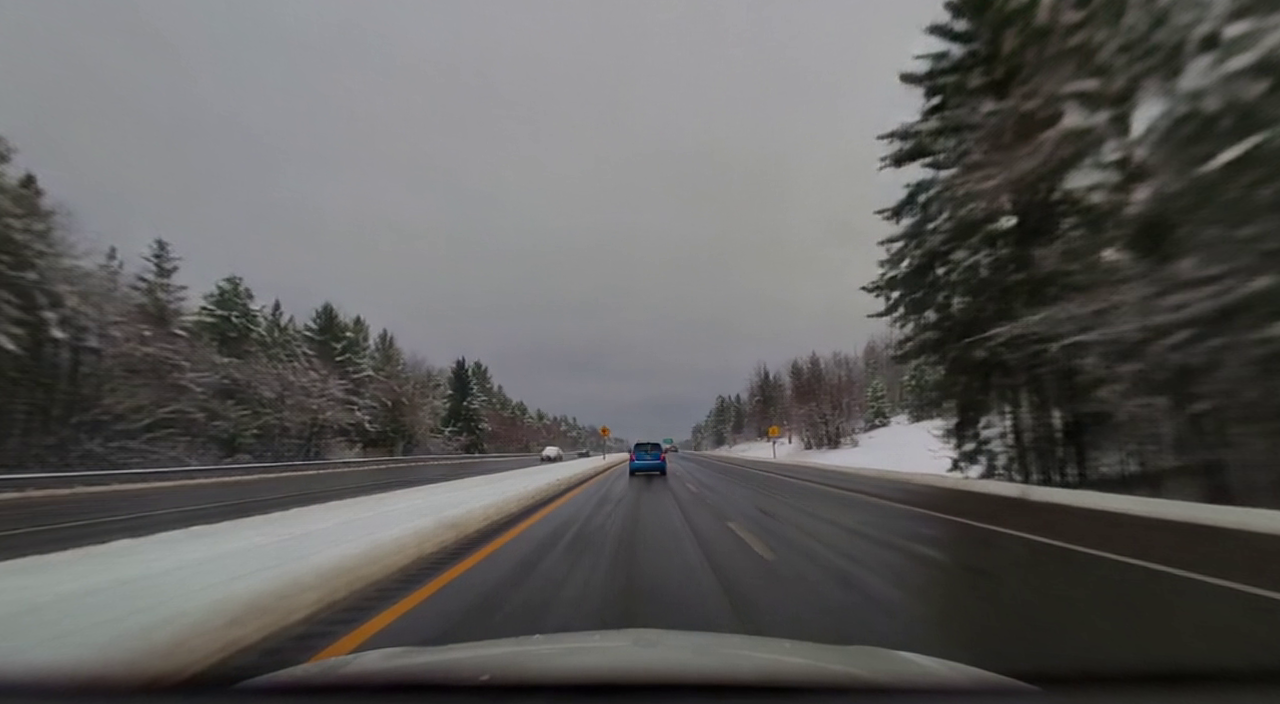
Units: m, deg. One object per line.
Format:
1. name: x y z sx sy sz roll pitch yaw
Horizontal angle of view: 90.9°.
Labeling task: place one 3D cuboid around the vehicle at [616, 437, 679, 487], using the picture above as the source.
1. vehicle: 0.271 4.164 24.011 2.190 1.706 4.062 0 -9 0
